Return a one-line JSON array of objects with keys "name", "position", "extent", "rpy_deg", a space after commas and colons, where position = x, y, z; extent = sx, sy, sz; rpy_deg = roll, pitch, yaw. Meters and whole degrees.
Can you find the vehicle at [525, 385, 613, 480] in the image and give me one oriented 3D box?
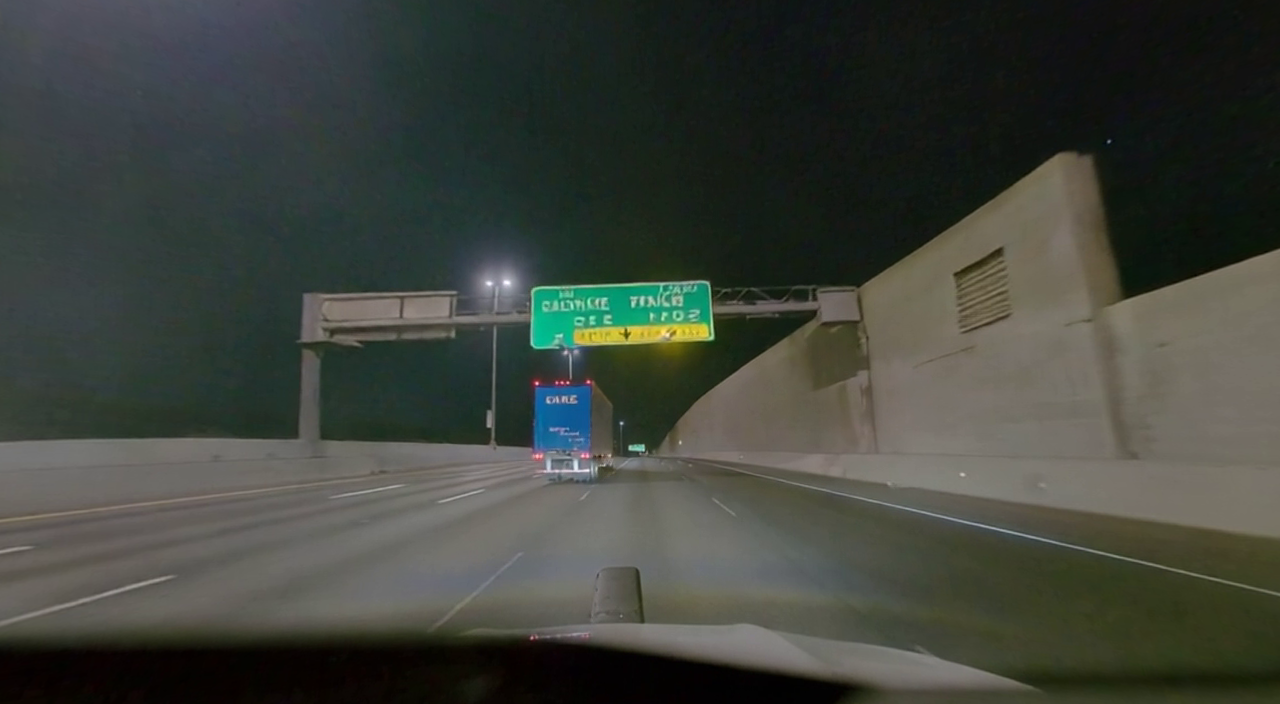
[{"name": "vehicle", "position": [-3.206, 4.207, 31.979], "extent": [3.059, 3.956, 11.036], "rpy_deg": [0, -9, 0]}]
